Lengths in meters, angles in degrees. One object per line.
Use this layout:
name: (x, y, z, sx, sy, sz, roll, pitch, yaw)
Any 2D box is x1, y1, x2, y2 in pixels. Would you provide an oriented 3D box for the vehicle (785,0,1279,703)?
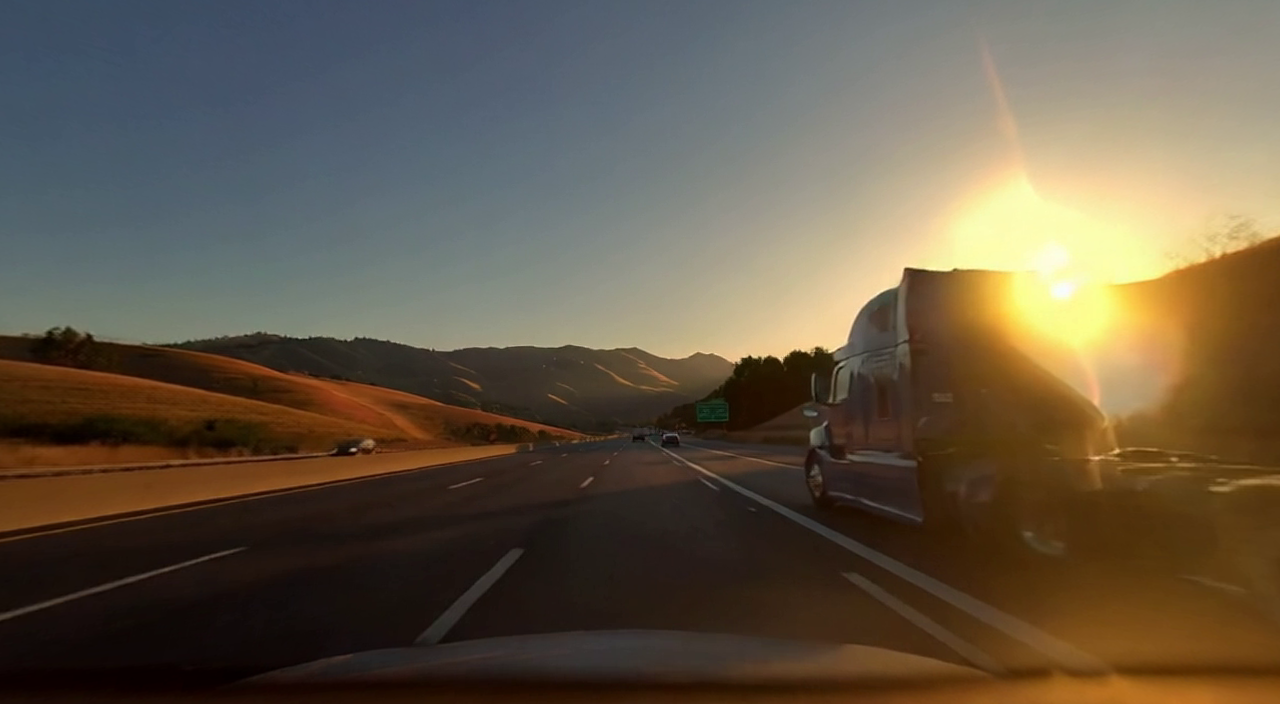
vehicle: (4.131, 0.000, 4.068, 3.446, 3.698, 12.089, 0, -8, 0)

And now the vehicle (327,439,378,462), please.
vehicle: (-22.235, 7.615, 48.806, 1.873, 1.631, 4.312, -1, -8, 0)
